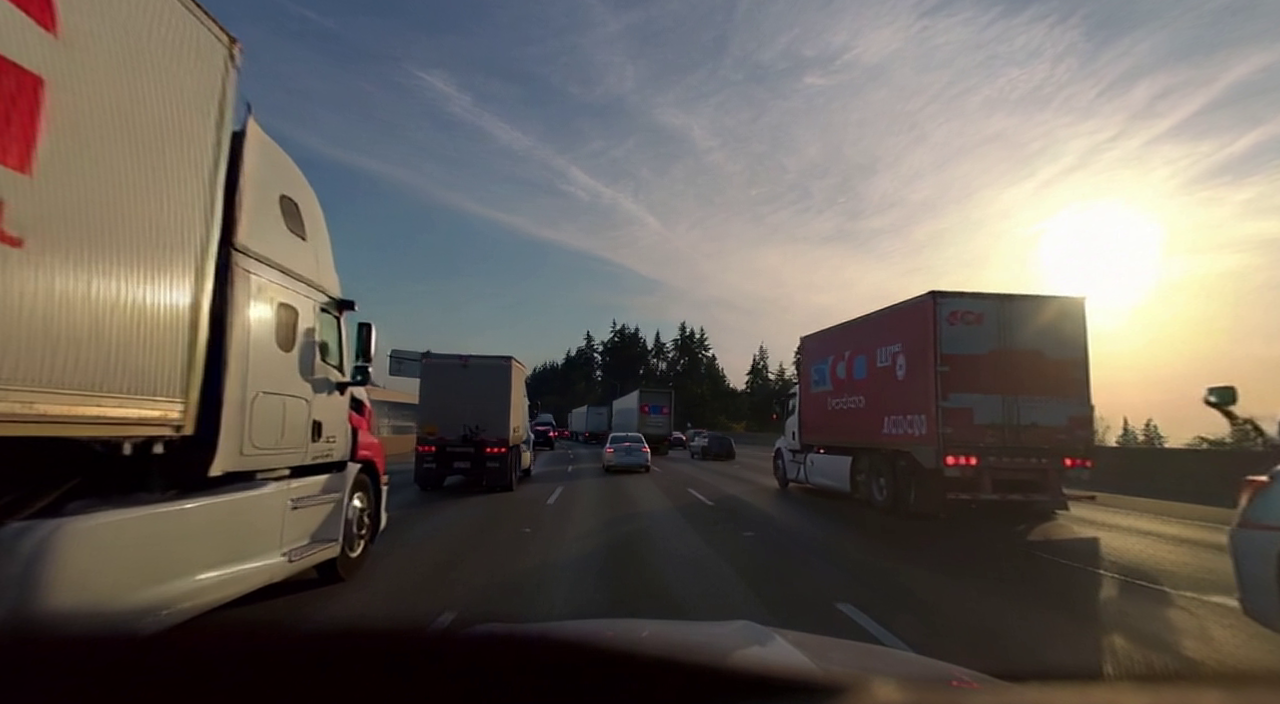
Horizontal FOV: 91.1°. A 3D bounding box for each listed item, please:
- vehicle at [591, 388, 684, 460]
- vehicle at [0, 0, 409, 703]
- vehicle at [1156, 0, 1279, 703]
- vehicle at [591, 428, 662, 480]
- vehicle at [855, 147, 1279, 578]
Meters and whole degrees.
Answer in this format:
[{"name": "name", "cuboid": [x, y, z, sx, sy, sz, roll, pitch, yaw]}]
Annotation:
[{"name": "vehicle", "cuboid": [-0.654, 5.033, 43.005, 2.899, 4.112, 13.912, 2, -8, -15]}, {"name": "vehicle", "cuboid": [-3.600, -0.404, 1.598, 2.822, 3.788, 8.799, 0, -8, -1]}, {"name": "vehicle", "cuboid": [5.306, -0.570, 1.091, 2.992, 3.986, 5.841, 3, -8, -21]}, {"name": "vehicle", "cuboid": [-0.575, 3.350, 21.078, 2.060, 1.540, 4.374, 1, -8, -5]}, {"name": "vehicle", "cuboid": [7.257, 0.155, 6.522, 2.758, 4.032, 11.419, 3, -8, -20]}]
